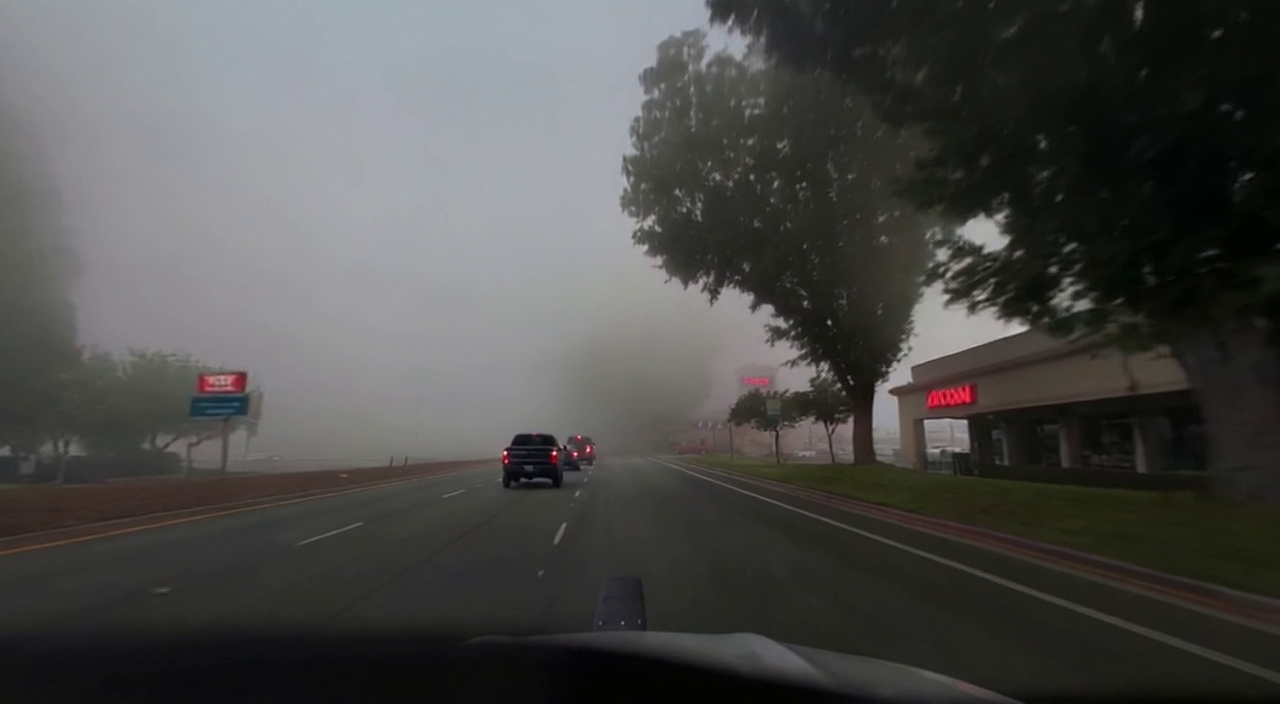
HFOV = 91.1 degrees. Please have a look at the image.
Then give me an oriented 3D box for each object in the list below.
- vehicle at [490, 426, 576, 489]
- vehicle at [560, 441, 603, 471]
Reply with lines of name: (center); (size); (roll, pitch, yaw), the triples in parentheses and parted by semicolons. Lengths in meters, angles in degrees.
vehicle: (-3.548, 3.615, 21.892); (2.222, 1.899, 5.006); (0, -8, -1)
vehicle: (-3.076, 5.488, 33.289); (2.113, 1.446, 4.309); (1, -8, -5)
